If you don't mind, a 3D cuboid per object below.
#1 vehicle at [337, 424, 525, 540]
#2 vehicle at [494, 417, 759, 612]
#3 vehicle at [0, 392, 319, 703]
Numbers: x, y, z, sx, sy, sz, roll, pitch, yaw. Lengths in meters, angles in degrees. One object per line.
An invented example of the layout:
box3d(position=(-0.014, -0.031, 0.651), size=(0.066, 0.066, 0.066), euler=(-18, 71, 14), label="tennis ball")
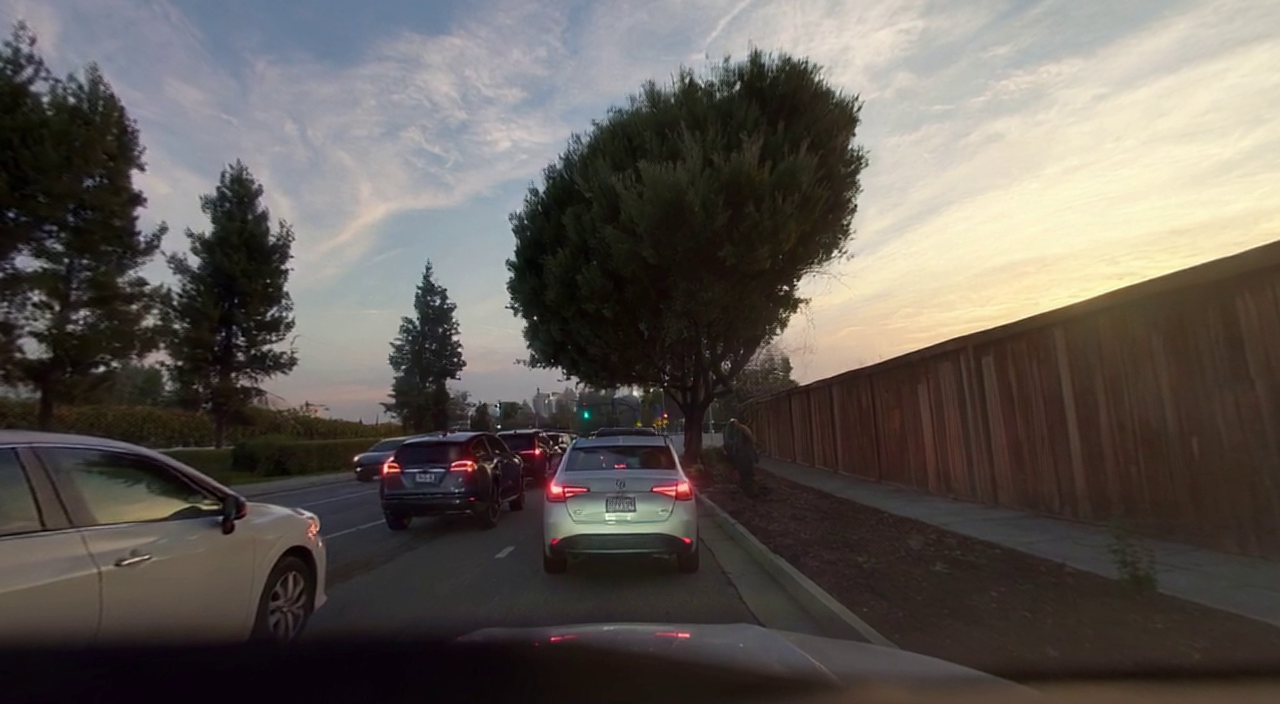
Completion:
box3d(position=(-3.230, 2.064, 10.578), size=(1.850, 1.582, 3.688), euler=(0, -8, 0), label="vehicle")
box3d(position=(-0.137, 1.522, 6.768), size=(1.995, 1.460, 3.865), euler=(0, -8, -1), label="vehicle")
box3d(position=(-3.167, 0.864, 1.859), size=(1.980, 1.520, 4.636), euler=(0, -8, 0), label="vehicle")
